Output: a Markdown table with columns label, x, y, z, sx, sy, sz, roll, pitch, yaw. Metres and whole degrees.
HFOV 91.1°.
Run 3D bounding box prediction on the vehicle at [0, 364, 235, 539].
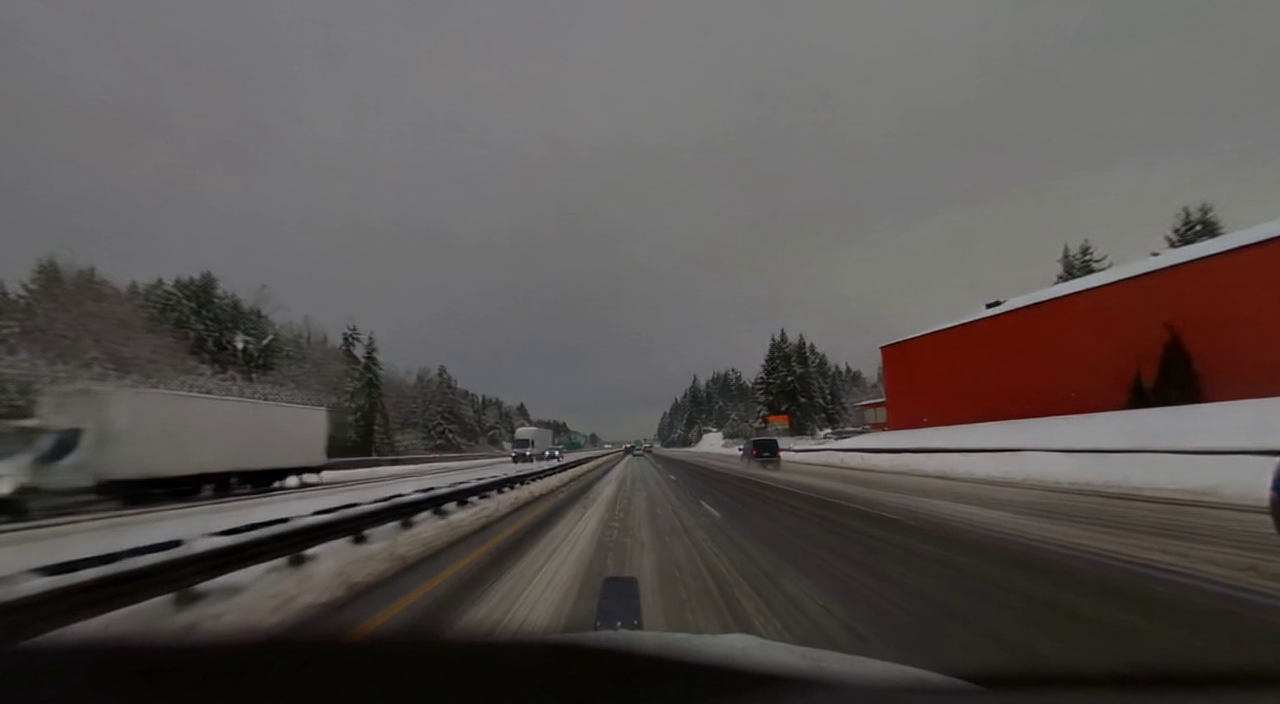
| label | x | y | z | sx | sy | sz | roll | pitch | yaw |
| --- | --- | --- | --- | --- | --- | --- | --- | --- | --- |
| vehicle | -16.045 | 2.779 | 17.570 | 2.966 | 3.933 | 9.734 | 0 | -9 | -1 |

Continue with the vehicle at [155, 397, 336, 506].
| label | x | y | z | sx | sy | sz | roll | pitch | yaw |
| --- | --- | --- | --- | --- | --- | --- | --- | --- | --- |
| vehicle | -16.219 | 4.187 | 26.736 | 2.886 | 3.924 | 7.307 | 0 | -9 | -1 |

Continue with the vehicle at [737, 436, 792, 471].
| label | x | y | z | sx | sy | sz | roll | pitch | yaw |
| --- | --- | --- | --- | --- | --- | --- | --- | --- | --- |
| vehicle | 7.393 | 6.083 | 37.774 | 2.156 | 1.943 | 5.010 | 0 | -9 | -1 |
